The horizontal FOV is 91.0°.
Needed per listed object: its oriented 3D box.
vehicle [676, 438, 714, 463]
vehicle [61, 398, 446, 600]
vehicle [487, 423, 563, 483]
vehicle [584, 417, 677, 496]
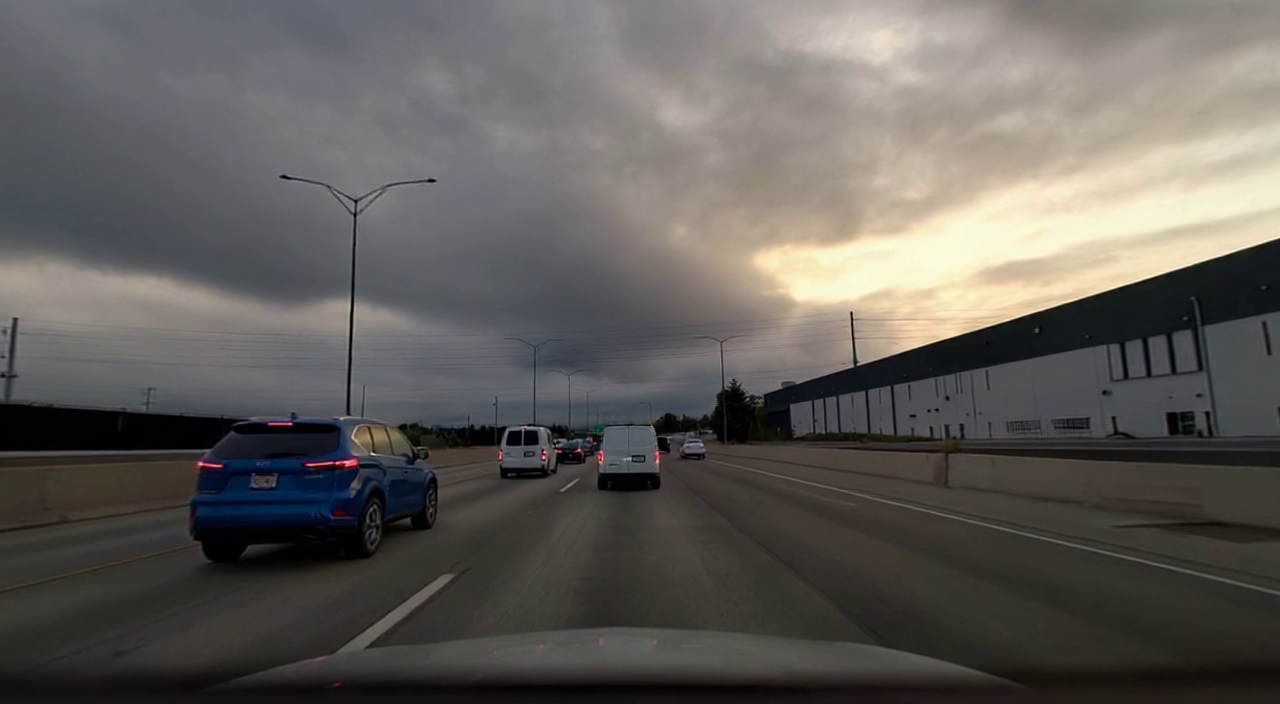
[{"bbox_3d":[3.600,6.490,41.621,1.999,1.494,3.833,0,-8,-3],"label":"vehicle"},{"bbox_3d":[-3.992,1.562,7.638,1.972,1.703,4.333,0,-8,-1],"label":"vehicle"},{"bbox_3d":[-4.095,3.666,23.119,2.038,1.936,4.300,0,-8,-1],"label":"vehicle"},{"bbox_3d":[-0.298,2.902,17.883,2.304,1.925,4.282,0,-8,-1],"label":"vehicle"}]
